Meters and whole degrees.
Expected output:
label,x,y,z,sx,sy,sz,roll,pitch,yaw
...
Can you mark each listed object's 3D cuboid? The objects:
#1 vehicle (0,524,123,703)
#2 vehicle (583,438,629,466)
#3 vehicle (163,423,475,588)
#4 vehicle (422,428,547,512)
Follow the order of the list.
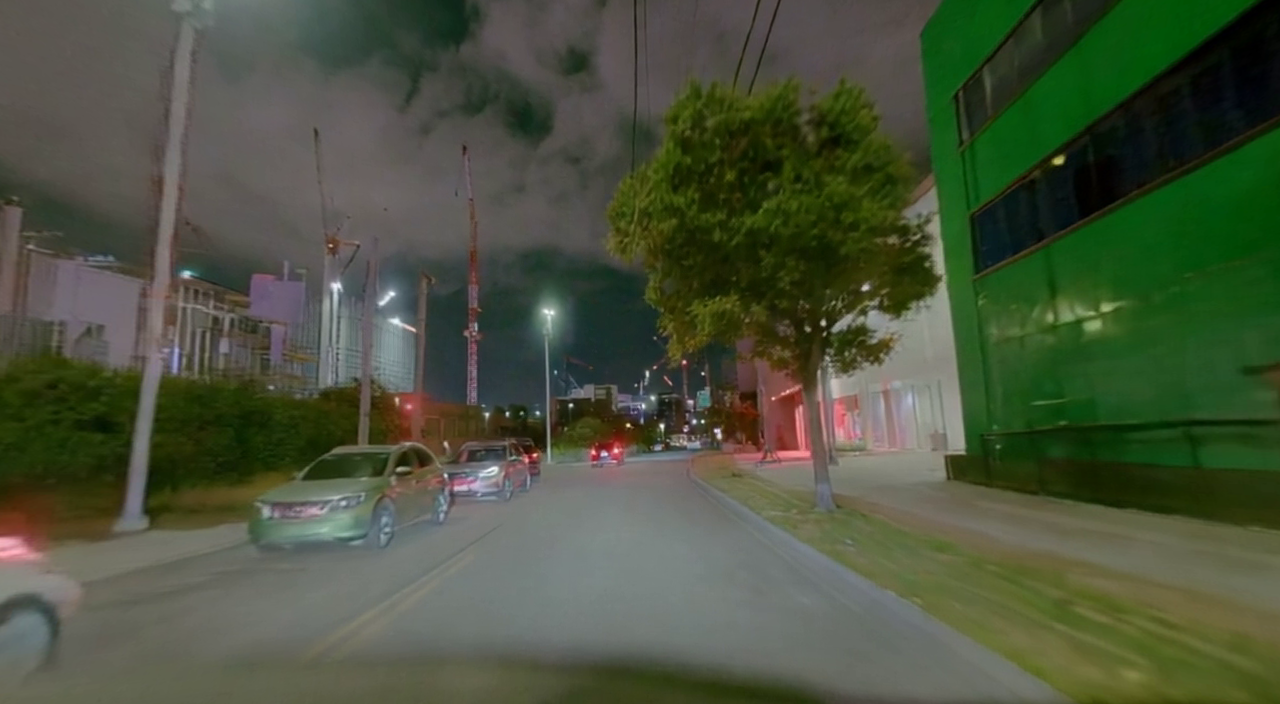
label,x,y,z,sx,sy,sz,roll,pitch,yaw
vehicle,-3.994,1.297,2.017,1.741,0.964,3.497,0,-8,0
vehicle,-2.083,6.286,39.803,1.967,1.646,4.192,-2,-8,10
vehicle,-3.787,1.837,8.491,1.980,1.635,4.153,0,-8,0
vehicle,-3.529,2.736,15.156,2.026,1.699,4.224,0,-8,-1
